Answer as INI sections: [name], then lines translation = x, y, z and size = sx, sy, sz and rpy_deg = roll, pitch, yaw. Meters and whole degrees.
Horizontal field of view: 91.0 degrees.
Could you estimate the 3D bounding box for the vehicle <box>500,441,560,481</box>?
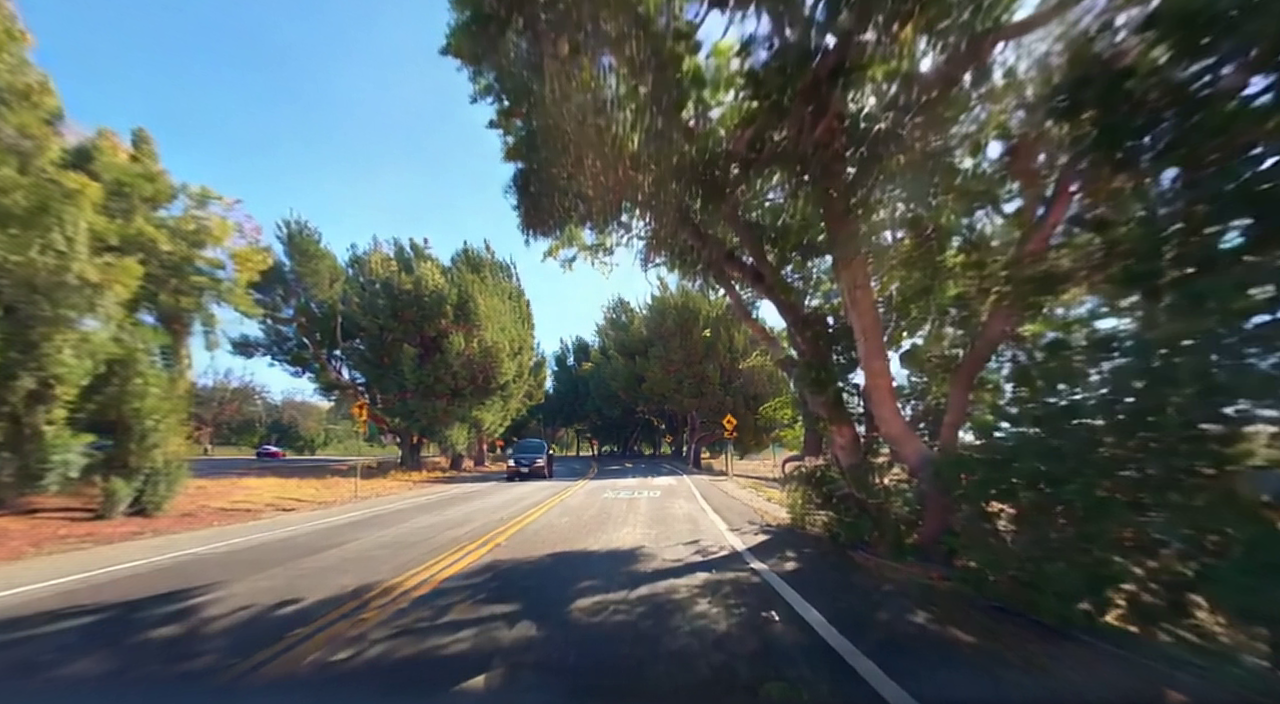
[vehicle]
translation = -5.723, 5.777, 33.620
size = 2.394, 1.900, 5.863
rpy_deg = 0, -9, -2
